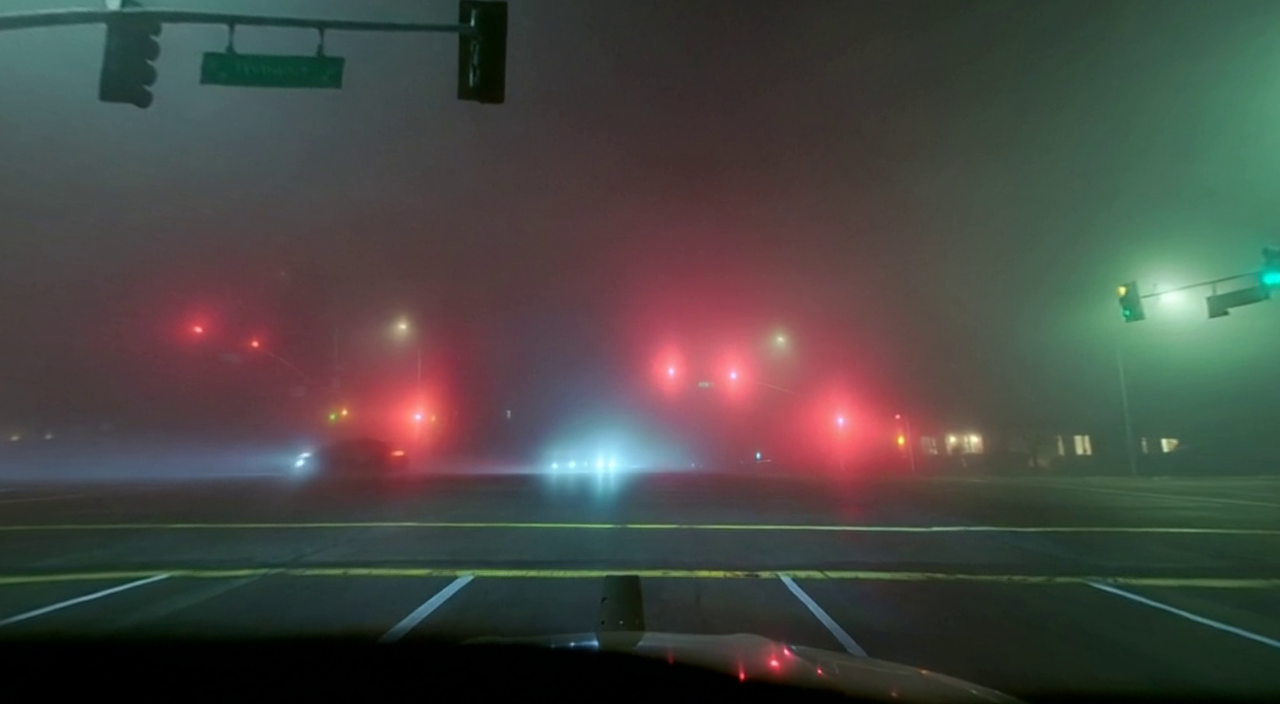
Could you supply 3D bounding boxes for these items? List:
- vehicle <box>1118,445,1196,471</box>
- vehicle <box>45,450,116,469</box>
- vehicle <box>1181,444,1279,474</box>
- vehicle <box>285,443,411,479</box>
[{"bbox_3d":[37.136,7.590,45.531,1.853,1.723,4.460,0,-9,0],"label":"vehicle"},{"bbox_3d":[-43.922,8.421,49.647,3.949,1.422,1.744,0,-9,2],"label":"vehicle"},{"bbox_3d":[37.903,6.837,40.547,1.915,1.773,4.499,1,-9,-9],"label":"vehicle"},{"bbox_3d":[-12.646,4.732,27.585,4.560,1.463,1.858,0,-9,1],"label":"vehicle"}]
